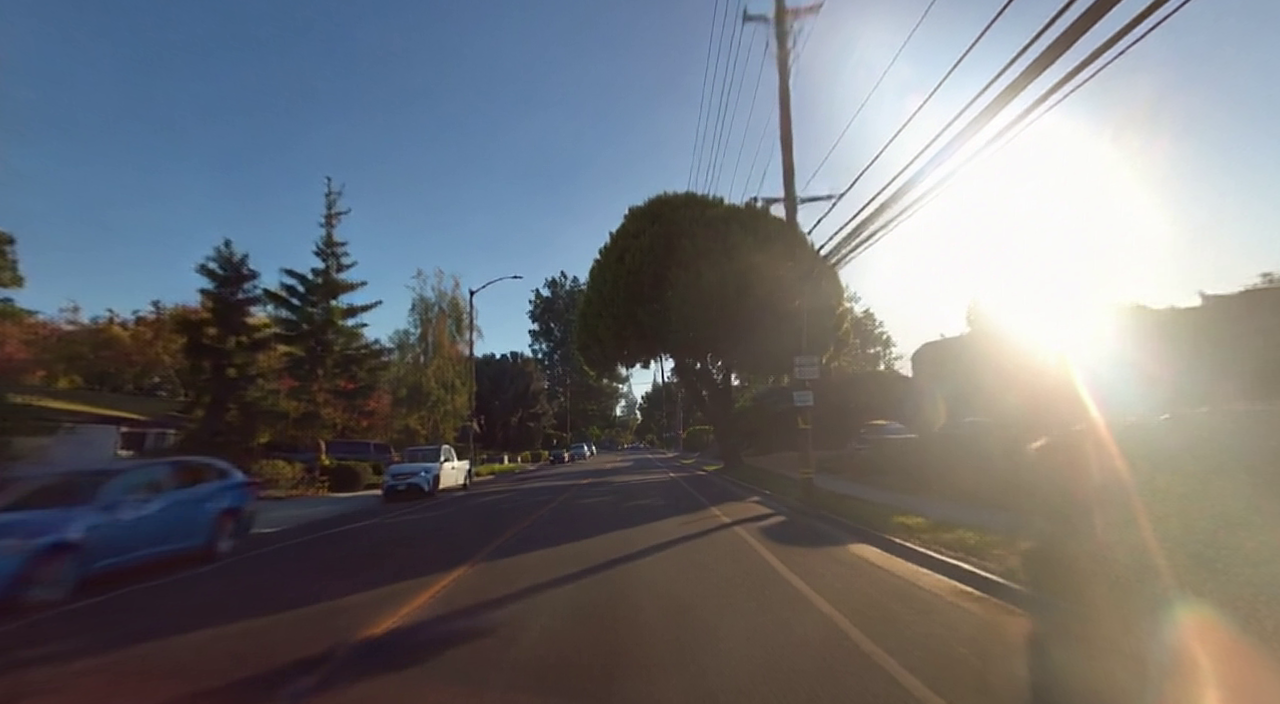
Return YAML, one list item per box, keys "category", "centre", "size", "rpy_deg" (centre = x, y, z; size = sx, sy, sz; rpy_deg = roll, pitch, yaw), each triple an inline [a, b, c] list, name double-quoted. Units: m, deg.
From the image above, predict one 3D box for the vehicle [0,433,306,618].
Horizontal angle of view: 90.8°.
- category: "vehicle"
  centre: [-6.446, 1.910, 7.671]
  size: [2.129, 1.556, 4.778]
  rpy_deg: [-4, -9, 1]

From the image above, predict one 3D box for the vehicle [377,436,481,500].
- category: "vehicle"
  centre: [-6.713, 3.742, 20.607]
  size: [1.923, 1.687, 4.511]
  rpy_deg: [-4, -9, -1]
